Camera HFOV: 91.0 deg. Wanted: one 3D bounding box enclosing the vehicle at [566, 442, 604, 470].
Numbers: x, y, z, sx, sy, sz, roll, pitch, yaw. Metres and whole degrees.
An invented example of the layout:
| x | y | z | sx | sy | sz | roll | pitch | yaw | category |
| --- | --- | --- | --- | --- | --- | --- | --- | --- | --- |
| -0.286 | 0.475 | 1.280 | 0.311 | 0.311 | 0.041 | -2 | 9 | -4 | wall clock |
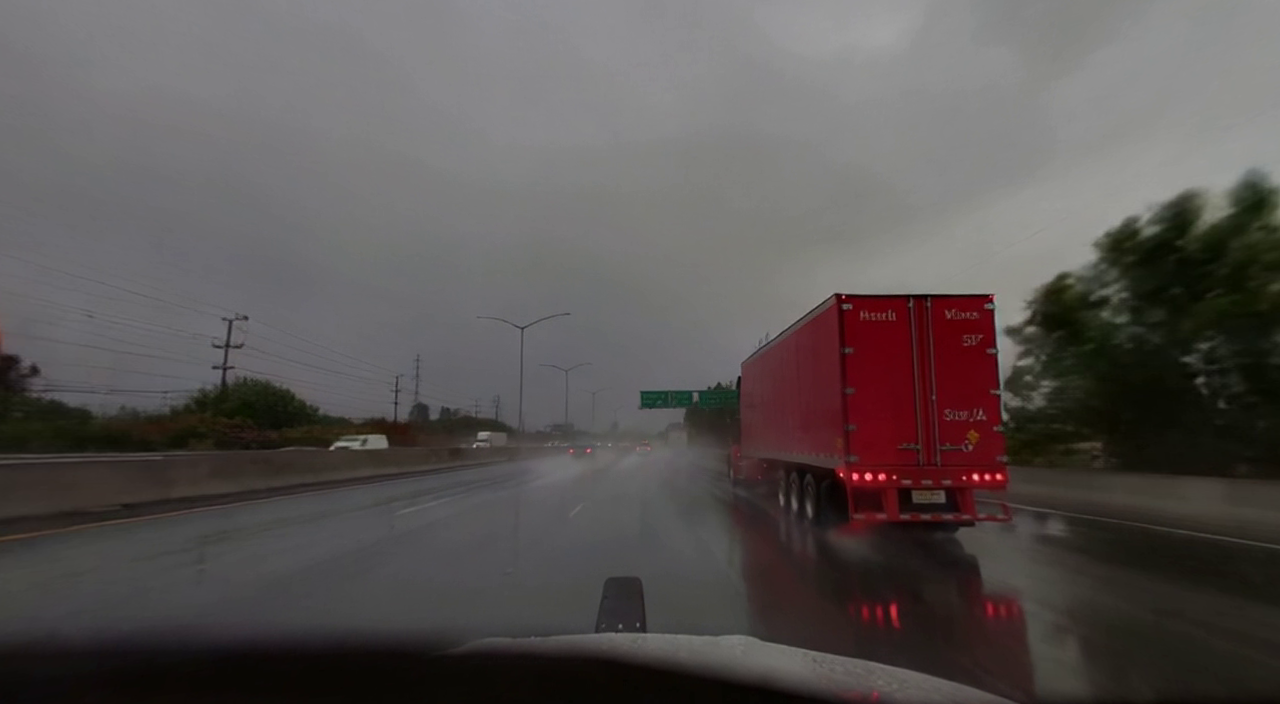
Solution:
| x | y | z | sx | sy | sz | roll | pitch | yaw | category |
| --- | --- | --- | --- | --- | --- | --- | --- | --- | --- |
| -3.407 | 6.546 | 39.752 | 2.000 | 1.658 | 4.155 | 0 | -9 | 0 | vehicle |

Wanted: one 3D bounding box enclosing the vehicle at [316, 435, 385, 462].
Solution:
| x | y | z | sx | sy | sz | roll | pitch | yaw | category |
| --- | --- | --- | --- | --- | --- | --- | --- | --- | --- |
| -21.067 | 7.046 | 46.088 | 2.206 | 1.777 | 5.688 | 0 | -9 | 2 | vehicle |

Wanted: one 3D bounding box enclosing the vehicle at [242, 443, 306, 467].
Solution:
| x | y | z | sx | sy | sz | roll | pitch | yaw | category |
| --- | --- | --- | --- | --- | --- | --- | --- | --- | --- |
| -24.603 | 6.936 | 42.484 | 1.938 | 1.539 | 3.945 | 0 | -9 | 0 | vehicle |

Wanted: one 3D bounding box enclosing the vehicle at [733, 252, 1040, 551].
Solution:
| x | y | z | sx | sy | sz | roll | pitch | yaw | category |
| --- | --- | --- | --- | --- | --- | --- | --- | --- | --- |
| 3.785 | 1.134 | 12.115 | 3.042 | 4.037 | 7.253 | 0 | -9 | 1 | vehicle |
